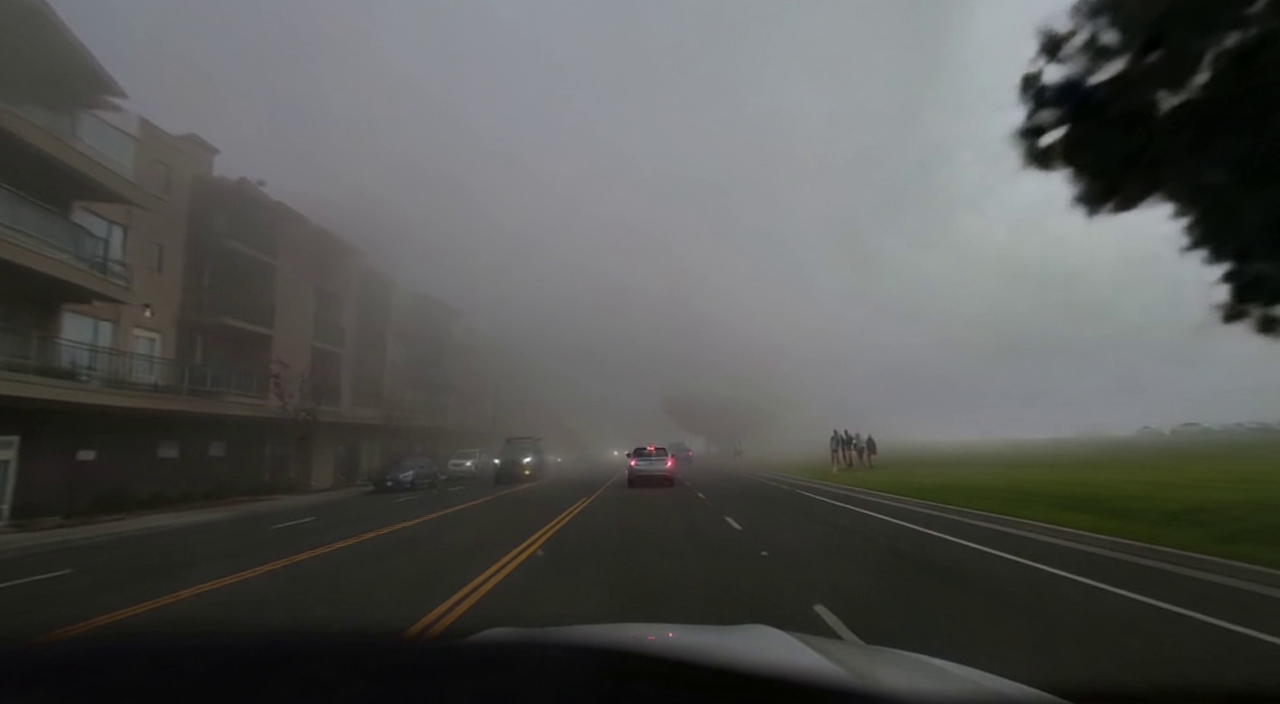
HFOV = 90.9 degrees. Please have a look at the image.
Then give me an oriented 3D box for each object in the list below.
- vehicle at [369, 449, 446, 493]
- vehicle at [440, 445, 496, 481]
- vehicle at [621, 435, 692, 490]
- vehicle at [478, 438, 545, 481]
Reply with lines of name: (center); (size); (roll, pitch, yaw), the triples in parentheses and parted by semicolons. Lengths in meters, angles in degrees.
vehicle: (-10.190, 5.202, 27.931); (1.932, 1.607, 4.191); (-5, -8, -2)
vehicle: (-10.051, 6.484, 37.138); (2.032, 1.833, 4.465); (-3, -8, 0)
vehicle: (0.491, 3.623, 20.959); (2.132, 1.632, 3.838); (0, -8, 0)
vehicle: (-5.956, 5.050, 29.887); (2.065, 1.838, 4.846); (-1, -8, 1)
